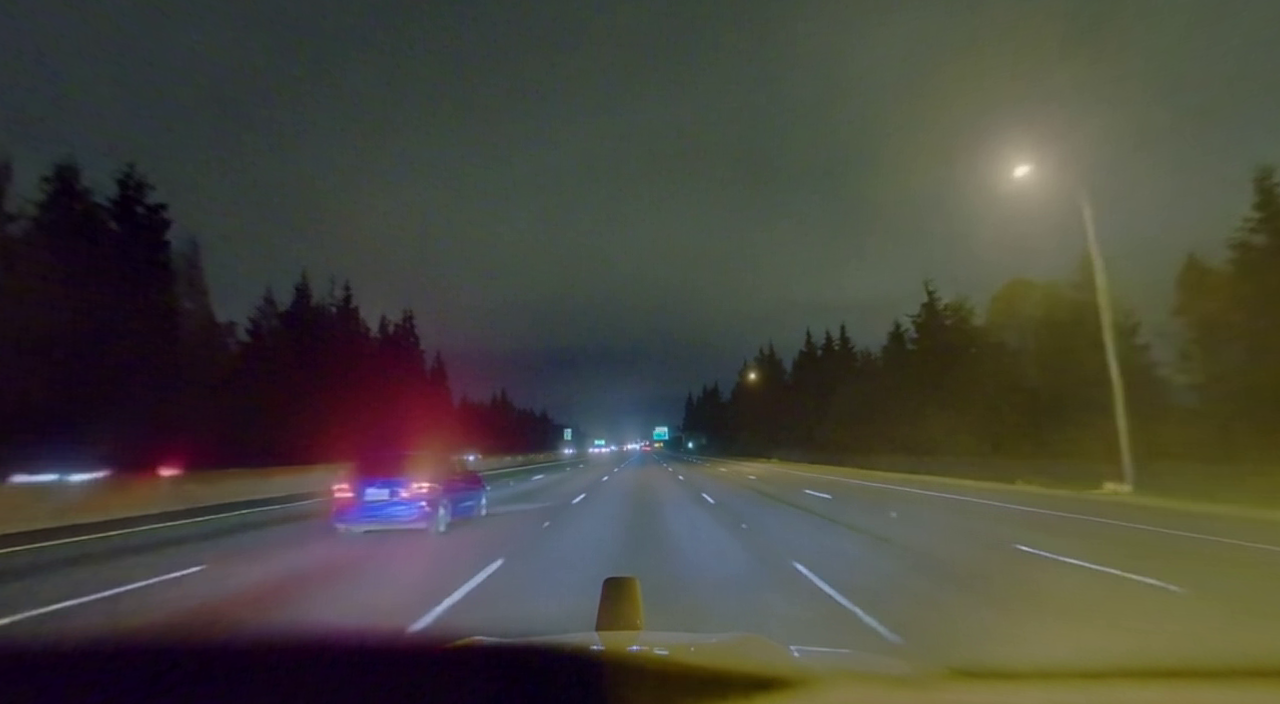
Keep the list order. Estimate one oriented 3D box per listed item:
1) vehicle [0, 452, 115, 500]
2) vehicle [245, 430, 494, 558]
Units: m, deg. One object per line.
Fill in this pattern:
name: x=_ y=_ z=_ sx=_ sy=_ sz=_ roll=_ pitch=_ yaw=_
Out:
vehicle: x=-24.381 y=4.845 z=25.028 sx=2.257 sy=1.687 sz=5.555 roll=0 pitch=-9 yaw=1
vehicle: x=-3.753 y=2.041 z=9.744 sx=1.979 sy=1.521 sz=4.147 roll=0 pitch=-9 yaw=0
